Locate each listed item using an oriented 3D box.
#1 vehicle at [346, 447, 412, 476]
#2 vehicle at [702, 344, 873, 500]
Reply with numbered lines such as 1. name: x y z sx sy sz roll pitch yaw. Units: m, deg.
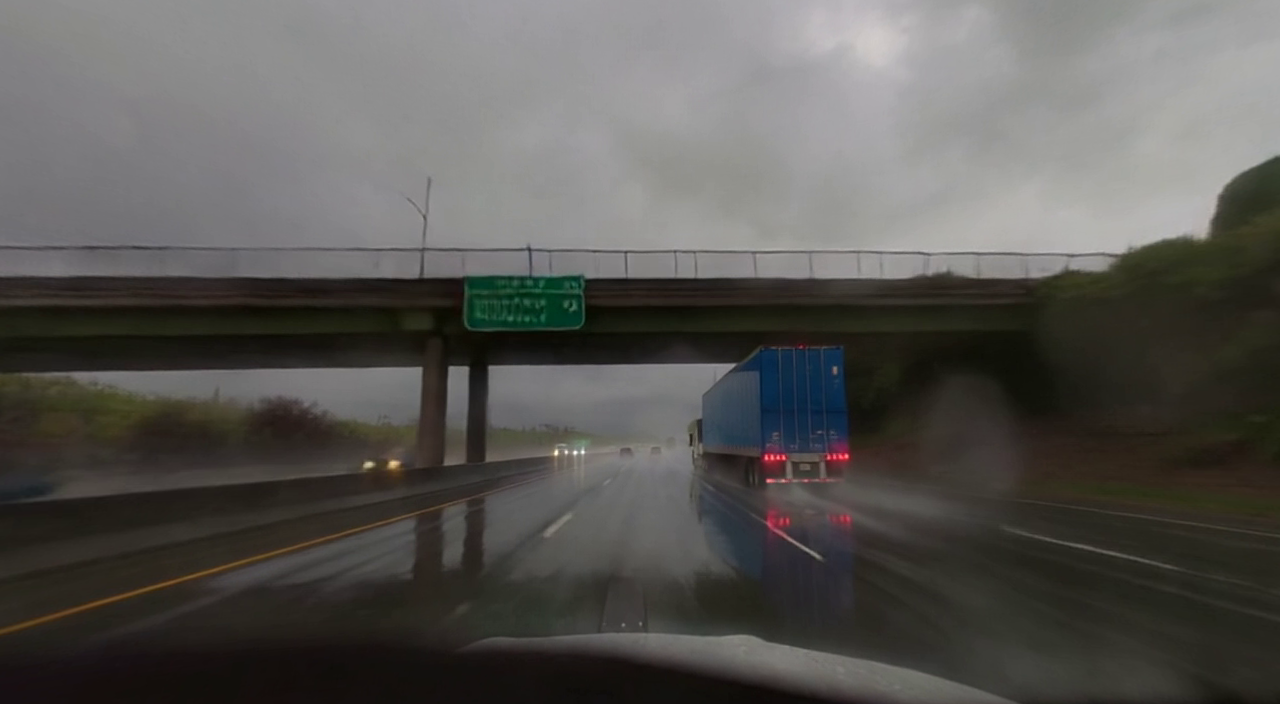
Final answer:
1. vehicle: -13.914 5.863 33.880 1.788 1.439 3.990 0 -9 1
2. vehicle: 4.502 2.876 23.423 2.825 4.054 14.210 0 -9 0
